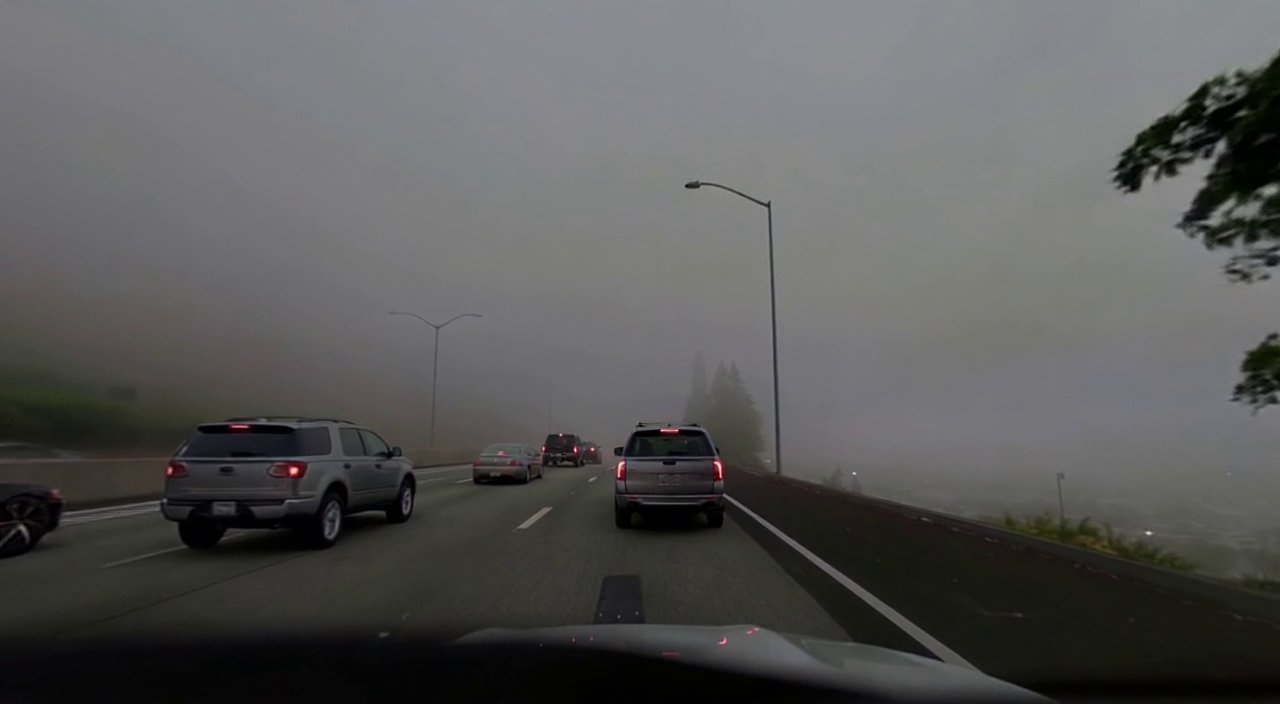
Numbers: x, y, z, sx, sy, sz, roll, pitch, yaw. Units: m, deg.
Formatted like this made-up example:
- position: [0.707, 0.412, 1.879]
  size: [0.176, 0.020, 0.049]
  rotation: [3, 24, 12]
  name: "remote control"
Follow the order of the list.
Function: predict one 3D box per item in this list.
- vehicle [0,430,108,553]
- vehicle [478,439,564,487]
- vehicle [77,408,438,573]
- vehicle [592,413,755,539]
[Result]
- position: [-8.917, 1.618, 7.067]
  size: [1.892, 1.498, 4.417]
  rotation: [-1, -9, 3]
  name: "vehicle"
- position: [-3.943, 3.741, 21.656]
  size: [1.868, 1.470, 4.105]
  rotation: [-1, -9, 4]
  name: "vehicle"
- position: [-4.730, 1.775, 8.836]
  size: [2.076, 1.688, 4.334]
  rotation: [-1, -9, 5]
  name: "vehicle"
- position: [0.520, 2.050, 10.983]
  size: [2.235, 1.716, 4.435]
  rotation: [-1, -9, 2]
  name: "vehicle"
